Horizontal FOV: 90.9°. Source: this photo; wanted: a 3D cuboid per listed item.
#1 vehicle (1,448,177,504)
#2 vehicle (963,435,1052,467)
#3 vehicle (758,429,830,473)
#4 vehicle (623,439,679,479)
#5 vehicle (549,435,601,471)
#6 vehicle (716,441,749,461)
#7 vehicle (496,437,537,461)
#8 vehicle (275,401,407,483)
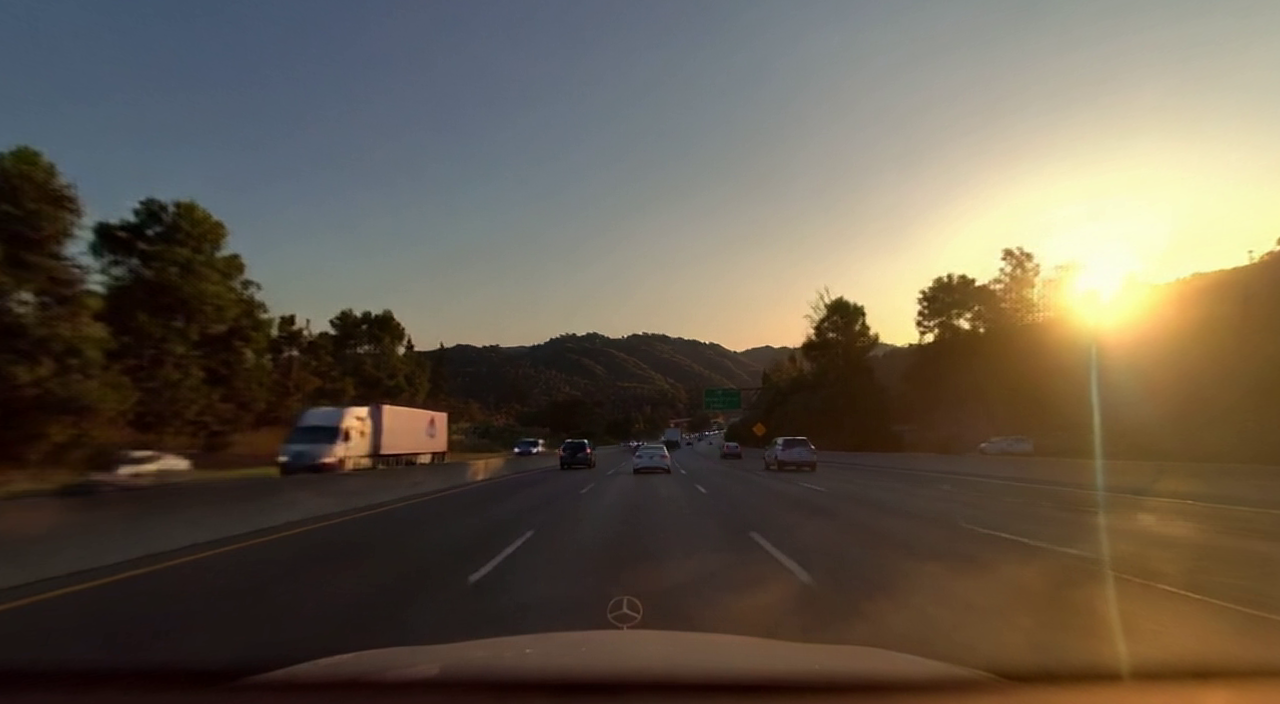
[{"bbox_3d":[-19.596,4.372,22.801,1.973,1.775,4.772,0,-9,1],"label":"vehicle"},{"bbox_3d":[20.731,5.615,35.862,1.912,1.652,4.601,1,-9,-6],"label":"vehicle"},{"bbox_3d":[7.265,4.752,30.334,2.094,1.916,5.099,0,-9,0],"label":"vehicle"},{"bbox_3d":[0.422,4.328,25.685,2.071,1.464,4.162,0,-9,0],"label":"vehicle"},{"bbox_3d":[-3.286,5.230,32.731,2.140,1.720,4.410,0,-9,1],"label":"vehicle"},{"bbox_3d":[7.270,7.836,49.967,1.894,1.511,4.148,0,-9,-1],"label":"vehicle"},{"bbox_3d":[-9.039,7.148,46.440,1.969,1.668,4.739,-1,-9,1],"label":"vehicle"},{"bbox_3d":[-15.979,4.949,34.696,3.004,3.919,8.546,0,-9,0],"label":"vehicle"}]
